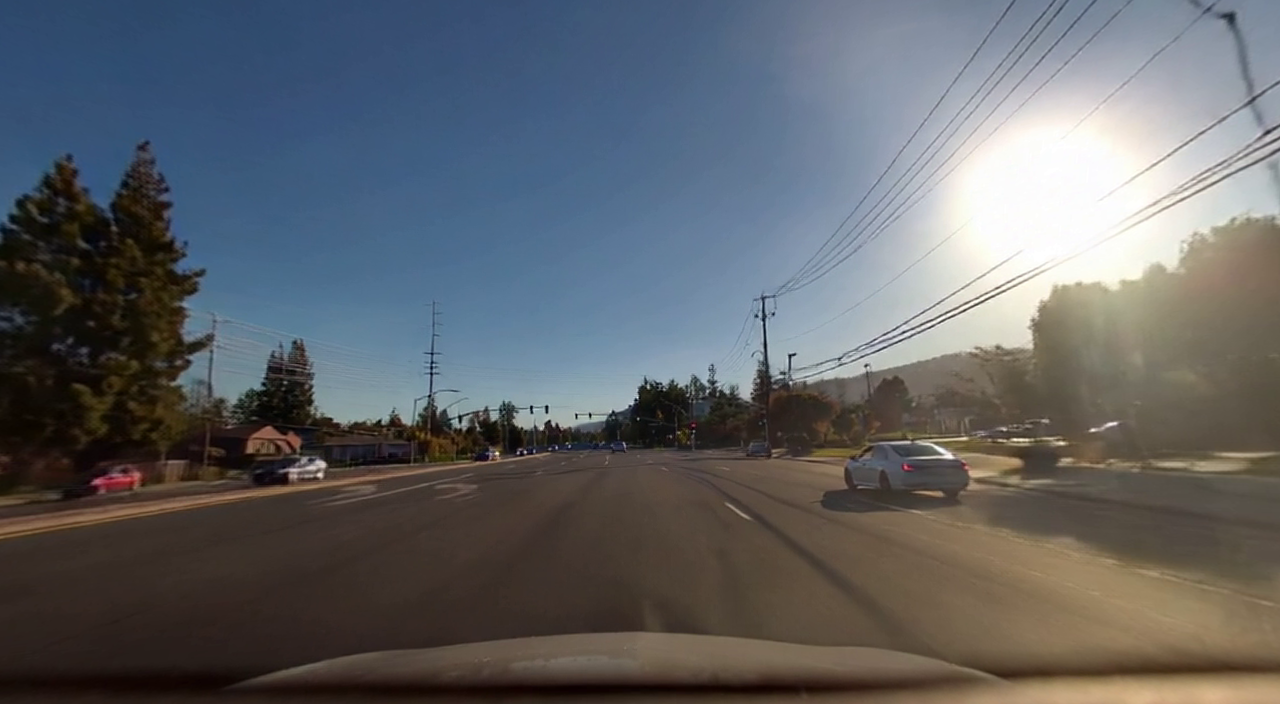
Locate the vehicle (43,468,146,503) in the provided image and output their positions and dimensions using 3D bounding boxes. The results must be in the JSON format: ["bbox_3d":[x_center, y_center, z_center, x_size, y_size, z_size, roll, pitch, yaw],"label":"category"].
[{"bbox_3d":[-27.988,6.823,32.637,1.781,1.475,4.335,1,-9,-6],"label":"vehicle"}]

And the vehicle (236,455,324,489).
[{"bbox_3d":[-17.402,5.768,30.782,1.886,1.446,4.265,0,-8,-2],"label":"vehicle"}]

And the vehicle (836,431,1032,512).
[{"bbox_3d":[6.380,2.644,14.497,2.113,1.520,4.650,0,-8,-2],"label":"vehicle"}]

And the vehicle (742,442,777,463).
[{"bbox_3d":[9.367,7.876,49.769,1.979,1.581,4.271,0,-8,1],"label":"vehicle"}]
